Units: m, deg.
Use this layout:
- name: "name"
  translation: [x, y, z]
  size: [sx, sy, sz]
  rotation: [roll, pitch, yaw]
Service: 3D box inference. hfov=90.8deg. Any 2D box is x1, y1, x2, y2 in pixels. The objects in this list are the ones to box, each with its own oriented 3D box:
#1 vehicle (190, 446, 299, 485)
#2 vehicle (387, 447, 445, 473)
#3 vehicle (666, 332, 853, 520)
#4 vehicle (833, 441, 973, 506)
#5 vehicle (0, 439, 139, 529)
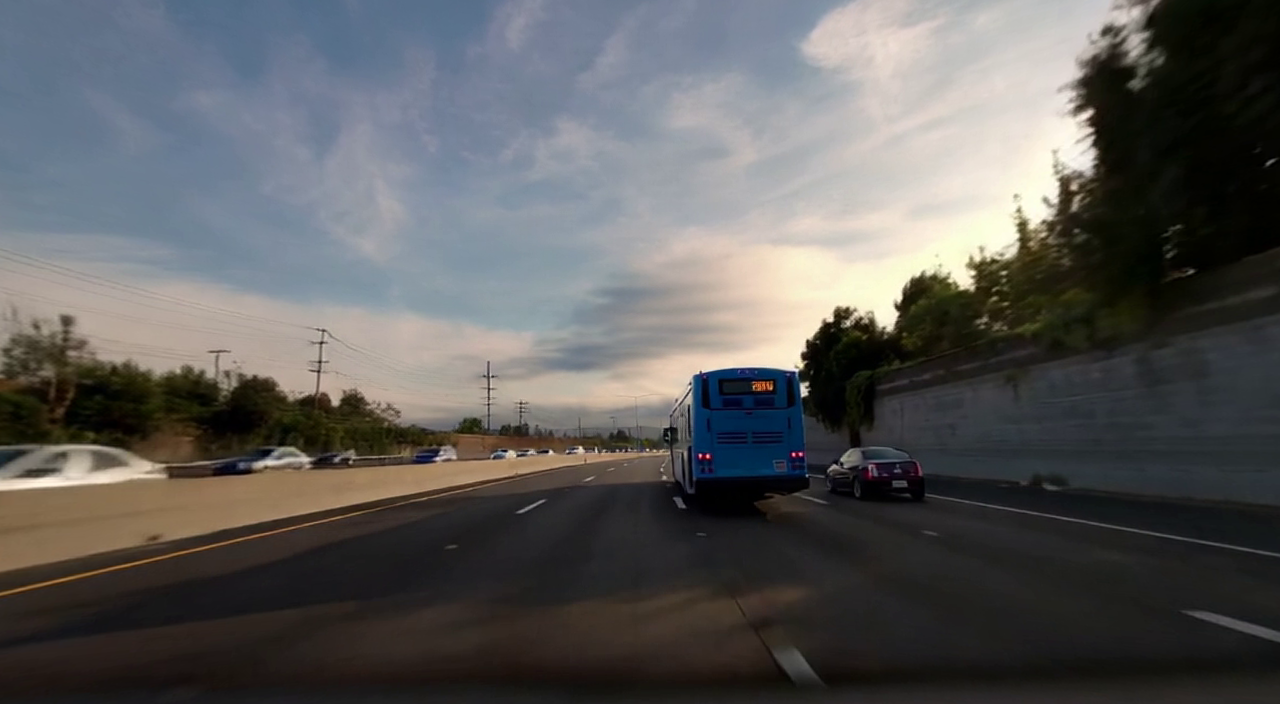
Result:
- name: "vehicle"
  translation: [-18.608, 5.315, 30.010]
  size: [2.007, 1.679, 4.679]
  rotation: [-1, -9, 2]
- name: "vehicle"
  translation: [-14.443, 6.973, 40.999]
  size: [1.940, 1.604, 4.525]
  rotation: [-1, -9, 2]
- name: "vehicle"
  translation: [2.555, 2.484, 19.377]
  size: [3.144, 3.580, 14.591]
  rotation: [0, -9, 1]
- name: "vehicle"
  translation: [7.155, 3.306, 17.808]
  size: [2.047, 1.479, 4.593]
  rotation: [-3, -8, 2]
- name: "vehicle"
  translation: [-12.088, 2.392, 11.606]
  size: [2.012, 1.527, 4.519]
  rotation: [0, -9, 1]
